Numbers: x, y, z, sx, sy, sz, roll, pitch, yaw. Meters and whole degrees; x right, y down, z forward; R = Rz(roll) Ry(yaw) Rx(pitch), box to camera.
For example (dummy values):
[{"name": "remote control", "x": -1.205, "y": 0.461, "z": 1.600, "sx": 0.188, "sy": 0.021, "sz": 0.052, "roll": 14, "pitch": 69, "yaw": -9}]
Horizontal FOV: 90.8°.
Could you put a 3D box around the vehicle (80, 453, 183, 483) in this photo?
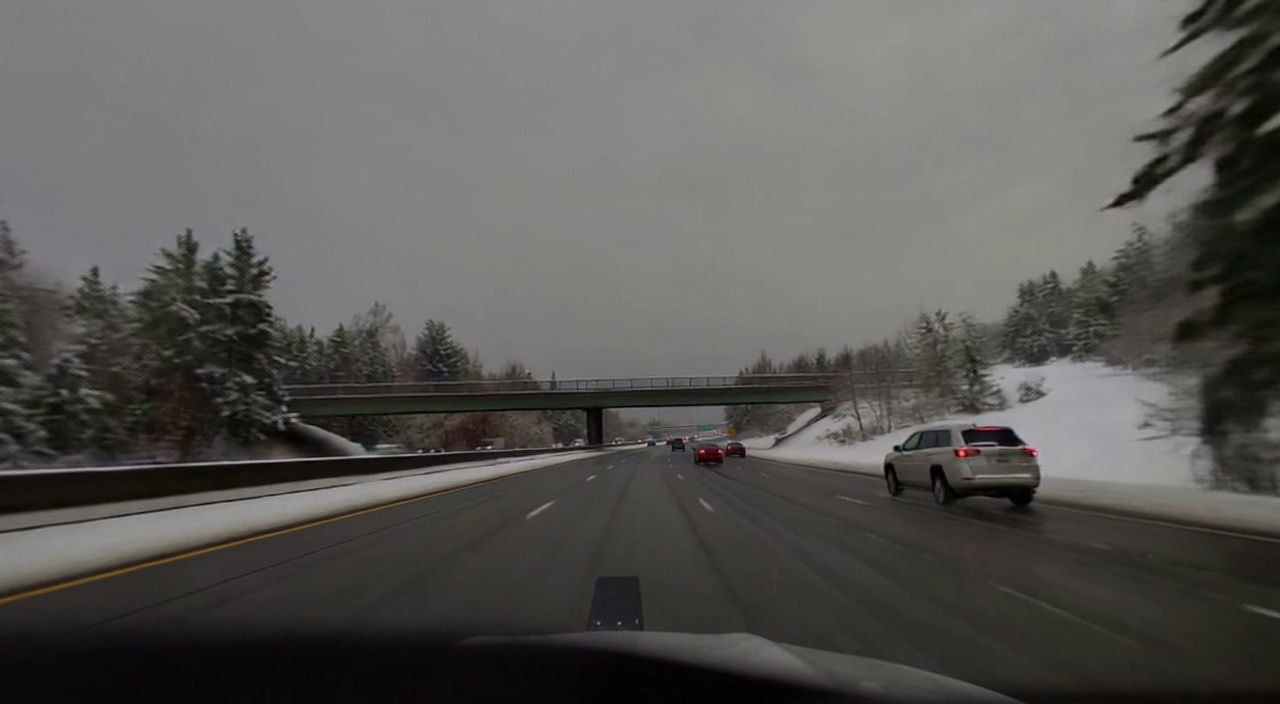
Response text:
[{"name": "vehicle", "x": -27.710, "y": 6.286, "z": 34.653, "sx": 1.883, "sy": 1.471, "sz": 4.502, "roll": -1, "pitch": -9, "yaw": 0}]

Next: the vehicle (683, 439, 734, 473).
[{"name": "vehicle", "x": 3.210, "y": 4.974, "z": 30.338, "sx": 1.981, "sy": 1.471, "sz": 4.342, "roll": -1, "pitch": -9, "yaw": 0}]

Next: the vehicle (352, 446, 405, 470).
[{"name": "vehicle", "x": -19.840, "y": 8.063, "z": 48.195, "sx": 1.986, "sy": 1.730, "sz": 4.558, "roll": -1, "pitch": -9, "yaw": 1}]

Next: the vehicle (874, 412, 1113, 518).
[{"name": "vehicle", "x": 7.035, "y": 2.326, "z": 13.426, "sx": 2.087, "sy": 1.806, "sz": 4.946, "roll": 0, "pitch": -9, "yaw": -1}]
